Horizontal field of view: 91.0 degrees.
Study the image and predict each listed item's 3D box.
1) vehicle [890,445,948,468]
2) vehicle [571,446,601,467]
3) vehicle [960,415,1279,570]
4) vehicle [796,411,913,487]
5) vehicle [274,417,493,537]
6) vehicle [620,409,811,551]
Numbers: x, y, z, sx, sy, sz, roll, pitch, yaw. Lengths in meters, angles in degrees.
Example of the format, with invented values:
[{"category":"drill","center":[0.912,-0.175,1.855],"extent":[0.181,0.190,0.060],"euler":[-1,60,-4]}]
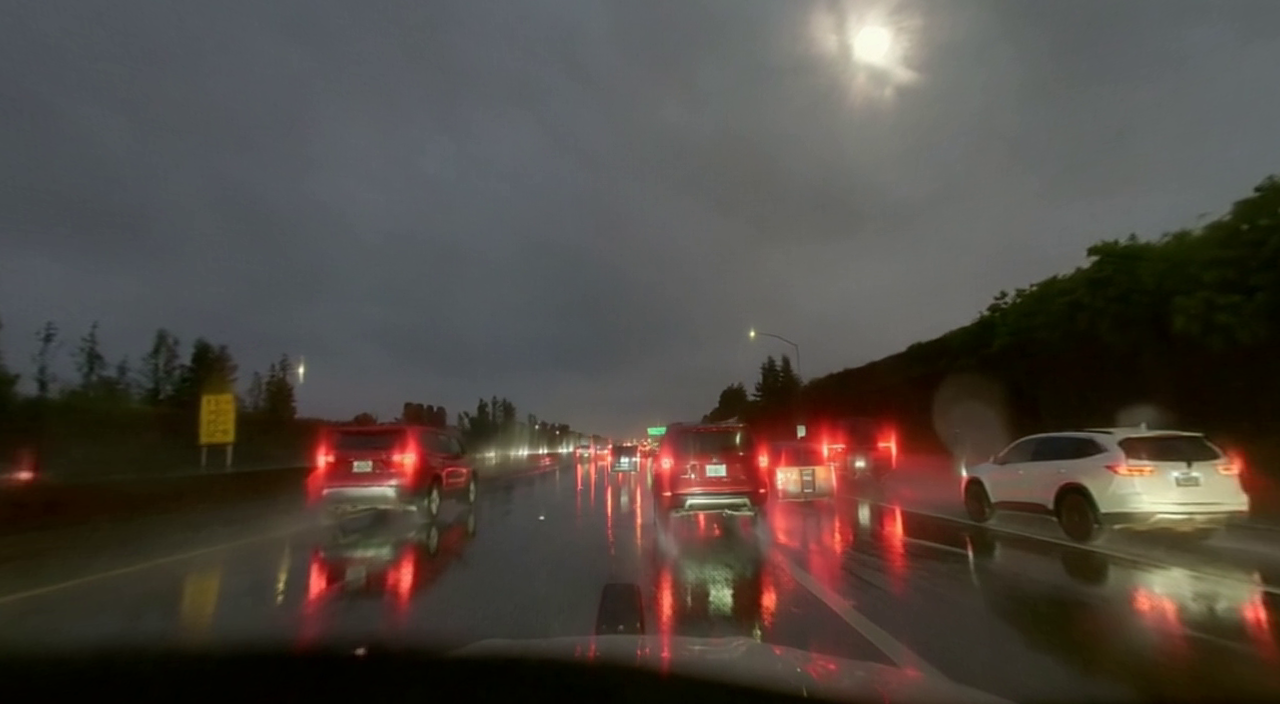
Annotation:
[{"category":"vehicle","center":[20.008,7.502,45.361],"extent":[1.932,1.492,4.549],"euler":[1,-9,-3]},{"category":"vehicle","center":[-4.195,8.189,49.576],"extent":[1.889,1.600,4.043],"euler":[0,-9,1]},{"category":"vehicle","center":[6.804,1.851,9.049],"extent":[1.972,1.647,4.429],"euler":[0,-9,-2]},{"category":"vehicle","center":[7.809,3.643,23.729],"extent":[2.390,2.503,5.788],"euler":[0,-9,1]},{"category":"vehicle","center":[-4.319,2.199,11.635],"extent":[2.047,1.755,4.638],"euler":[0,-9,0]},{"category":"vehicle","center":[0.893,1.909,9.930],"extent":[2.230,1.740,3.976],"euler":[1,-9,-4]}]
